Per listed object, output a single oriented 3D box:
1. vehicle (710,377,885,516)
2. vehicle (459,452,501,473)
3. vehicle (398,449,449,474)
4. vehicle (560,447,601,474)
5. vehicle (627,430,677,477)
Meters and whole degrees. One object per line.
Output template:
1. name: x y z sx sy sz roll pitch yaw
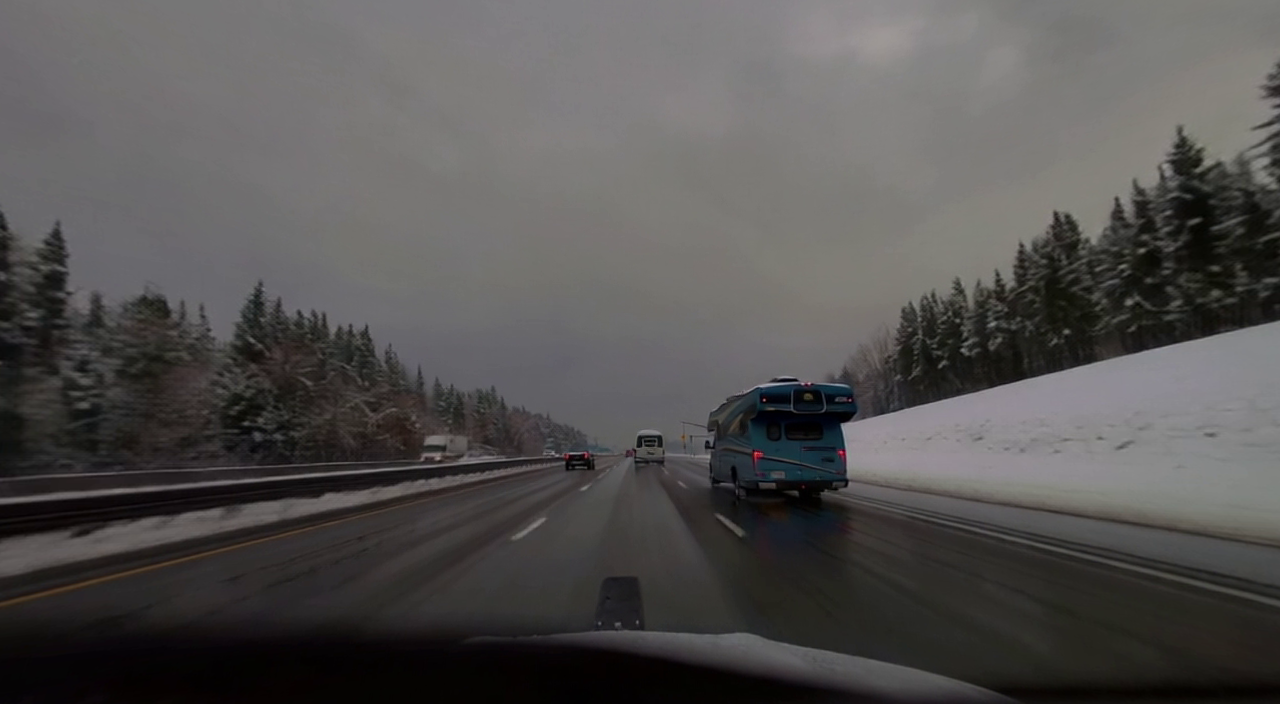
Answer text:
1. vehicle: 3.709 2.532 16.980 2.607 2.910 7.252 0 -9 -2
2. vehicle: -11.160 7.721 44.243 1.794 1.424 3.959 0 -9 1
3. vehicle: -15.182 7.678 44.522 1.953 1.647 4.472 0 -9 1
4. vehicle: -3.546 6.563 38.267 1.959 1.502 4.559 0 -9 1
5. vehicle: 0.589 5.531 34.482 2.524 2.310 4.986 0 -9 0
